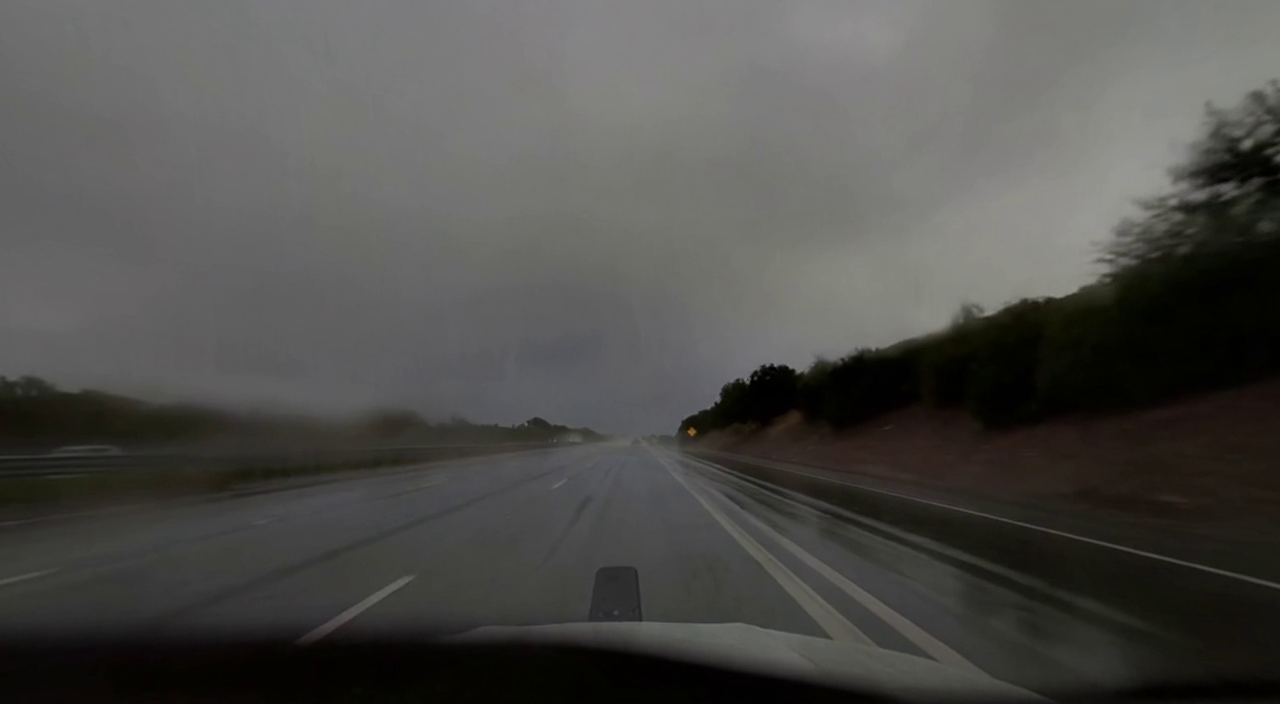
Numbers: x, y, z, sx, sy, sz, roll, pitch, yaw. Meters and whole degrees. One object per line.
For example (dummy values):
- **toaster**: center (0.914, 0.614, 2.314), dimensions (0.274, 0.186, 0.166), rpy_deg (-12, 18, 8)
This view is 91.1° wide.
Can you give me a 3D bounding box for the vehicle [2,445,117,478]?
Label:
- **vehicle**: center (-28.790, 5.397, 31.380), dimensions (1.793, 1.487, 4.216), rpy_deg (0, -8, -1)
